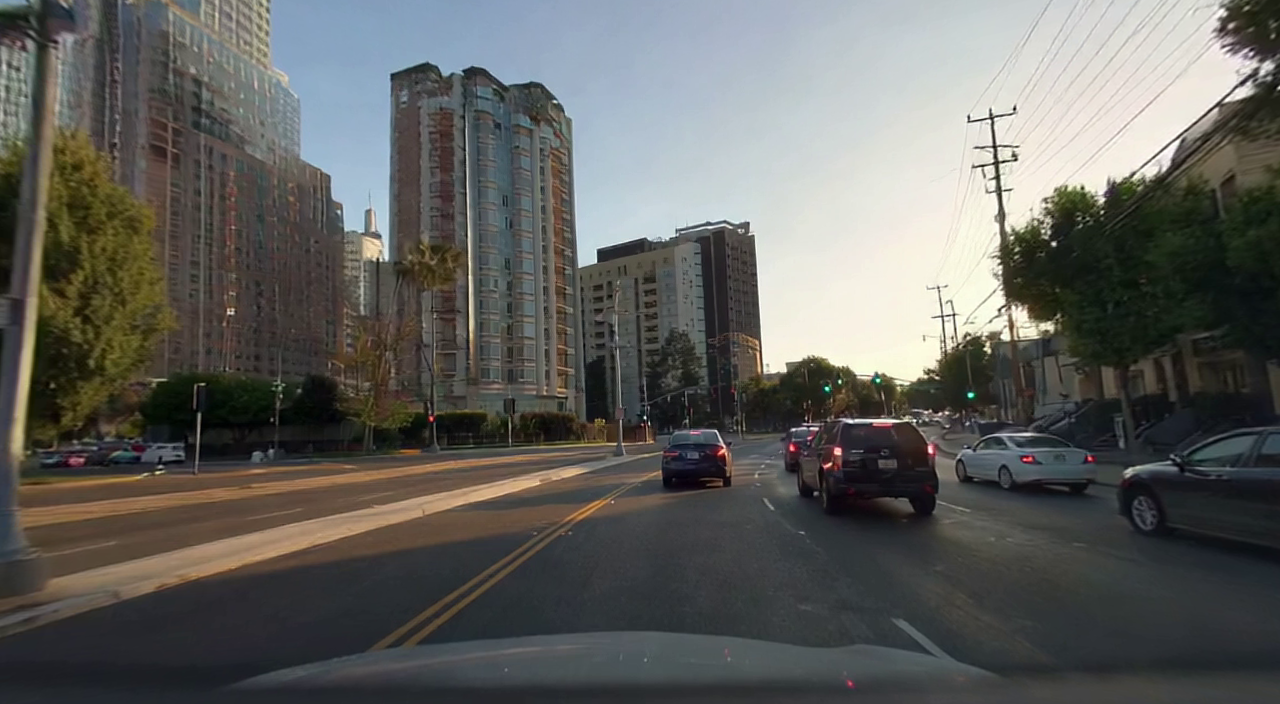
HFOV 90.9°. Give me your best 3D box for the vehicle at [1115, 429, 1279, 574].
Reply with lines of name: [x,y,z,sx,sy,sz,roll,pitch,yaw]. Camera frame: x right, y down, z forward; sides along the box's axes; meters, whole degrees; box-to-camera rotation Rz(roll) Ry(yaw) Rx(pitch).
vehicle: [7.521,1.553,6.555,1.866,1.471,4.478,0,-8,4]

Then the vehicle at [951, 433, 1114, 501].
vehicle: [9.742,2.863,16.137,1.882,1.463,4.543,-1,-9,10]

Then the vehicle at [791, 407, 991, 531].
vehicle: [4.293,2.085,11.815,2.119,1.810,4.848,-1,-8,5]

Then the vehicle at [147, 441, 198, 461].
vehicle: [-36.865,7.770,49.620,4.848,1.498,2.009,-7,-11,39]

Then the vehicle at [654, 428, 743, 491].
vehicle: [1.765,2.961,17.680,2.168,1.527,4.174,-1,-8,9]
